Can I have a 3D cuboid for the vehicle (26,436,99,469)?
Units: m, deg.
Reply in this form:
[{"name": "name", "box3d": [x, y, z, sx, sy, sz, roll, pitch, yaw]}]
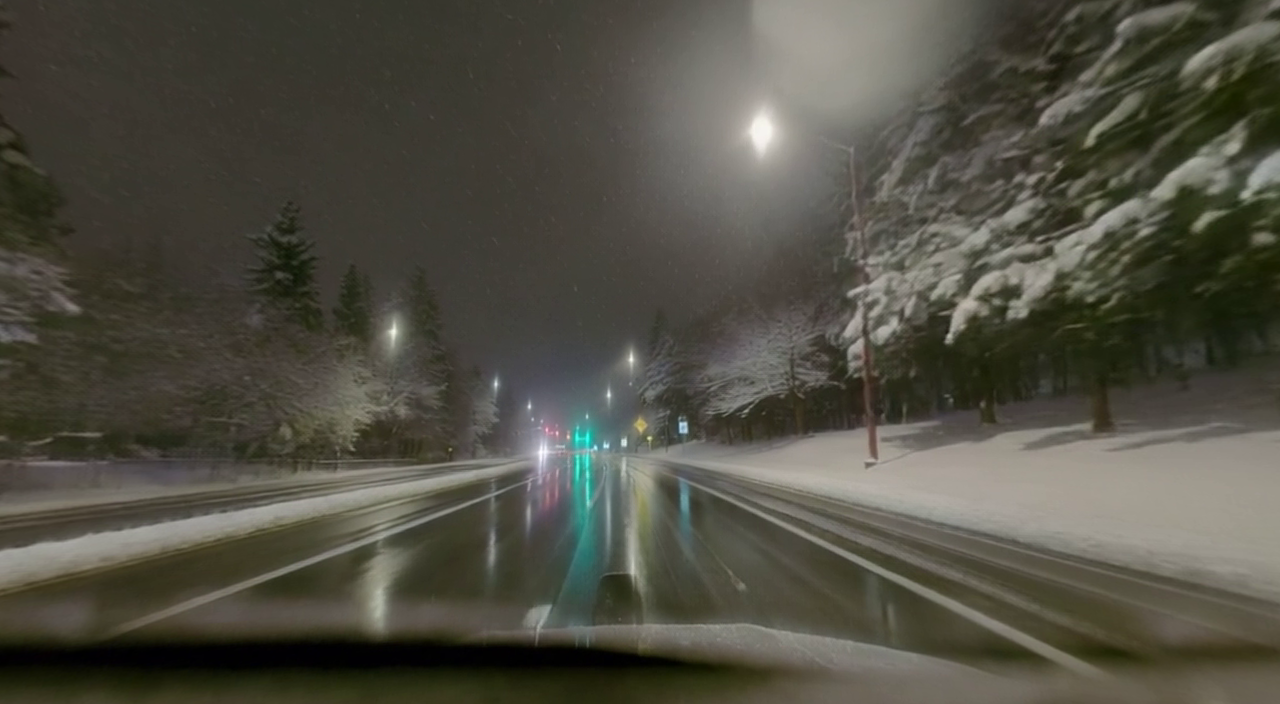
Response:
[{"name": "vehicle", "box3d": [-28.104, 4.869, 30.473, 3.733, 1.499, 1.704, -7, -11, 35]}]
